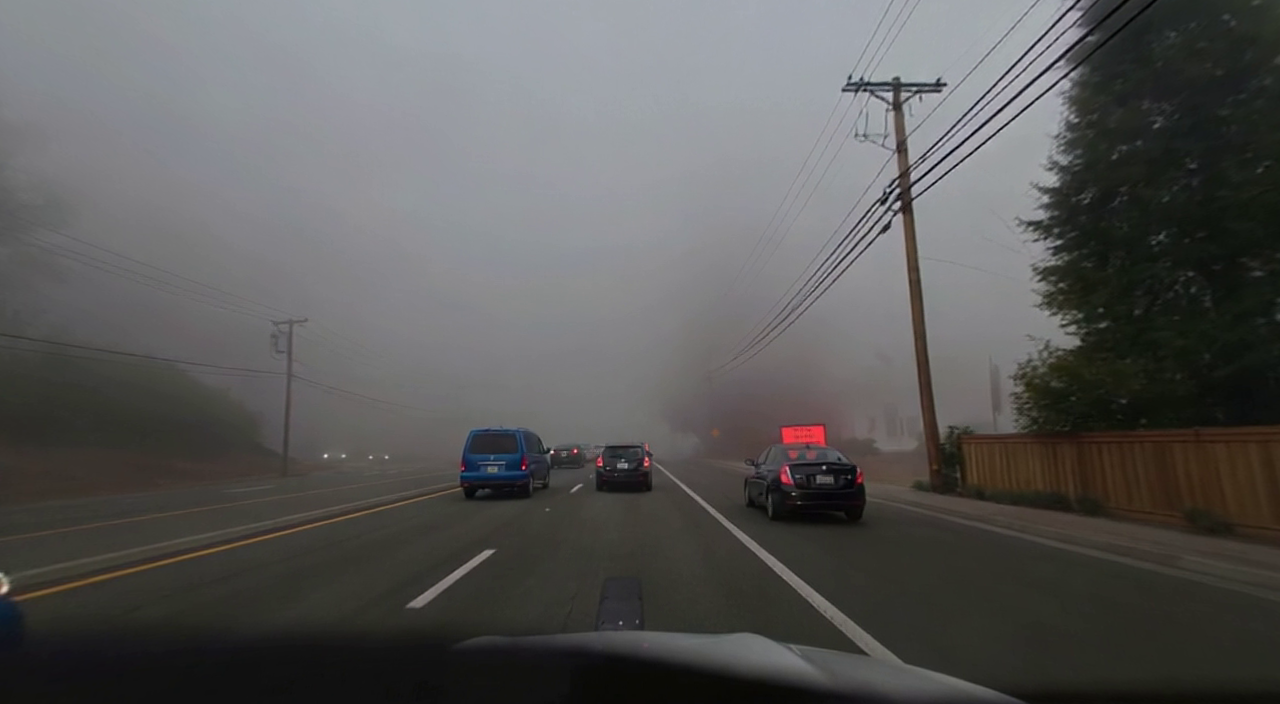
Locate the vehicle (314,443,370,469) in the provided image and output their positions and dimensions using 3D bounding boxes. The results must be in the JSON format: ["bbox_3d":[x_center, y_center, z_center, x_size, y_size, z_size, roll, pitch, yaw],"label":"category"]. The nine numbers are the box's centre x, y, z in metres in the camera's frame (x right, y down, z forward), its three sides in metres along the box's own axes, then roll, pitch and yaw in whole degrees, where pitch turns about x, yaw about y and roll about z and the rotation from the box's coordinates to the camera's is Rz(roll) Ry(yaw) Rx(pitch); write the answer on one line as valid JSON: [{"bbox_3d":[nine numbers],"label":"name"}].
[{"bbox_3d":[-23.147,8.094,49.265,2.094,1.899,4.789,0,-9,-1],"label":"vehicle"}]

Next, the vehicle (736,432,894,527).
[{"bbox_3d":[3.117,2.348,12.128,1.880,1.521,3.724,0,-9,-2],"label":"vehicle"}]

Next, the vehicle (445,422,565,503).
[{"bbox_3d":[-3.370,2.894,16.898,2.092,1.839,4.736,0,-9,1],"label":"vehicle"}]

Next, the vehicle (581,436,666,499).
[{"bbox_3d":[-0.411,3.139,17.526,2.097,1.511,3.809,0,-9,0],"label":"vehicle"}]

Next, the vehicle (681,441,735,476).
[{"bbox_3d":[3.054,4.918,29.311,1.878,1.479,4.461,0,-9,-2],"label":"vehicle"}]
